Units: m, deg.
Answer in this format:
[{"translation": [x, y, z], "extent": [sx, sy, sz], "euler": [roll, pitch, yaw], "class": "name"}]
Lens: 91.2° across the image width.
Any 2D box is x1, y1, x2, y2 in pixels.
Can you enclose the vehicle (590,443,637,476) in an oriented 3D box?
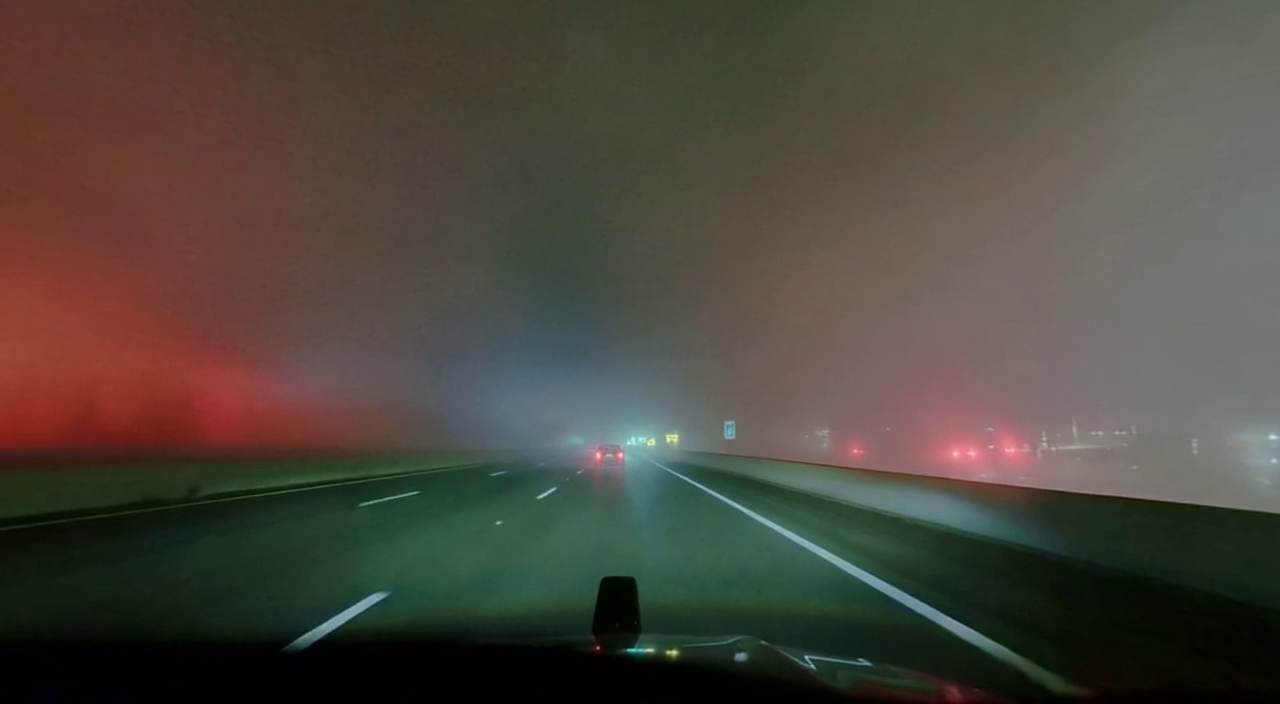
[{"translation": [-1.244, 5.282, 31.018], "extent": [2.055, 1.509, 4.255], "euler": [-1, -9, 1], "class": "vehicle"}]
